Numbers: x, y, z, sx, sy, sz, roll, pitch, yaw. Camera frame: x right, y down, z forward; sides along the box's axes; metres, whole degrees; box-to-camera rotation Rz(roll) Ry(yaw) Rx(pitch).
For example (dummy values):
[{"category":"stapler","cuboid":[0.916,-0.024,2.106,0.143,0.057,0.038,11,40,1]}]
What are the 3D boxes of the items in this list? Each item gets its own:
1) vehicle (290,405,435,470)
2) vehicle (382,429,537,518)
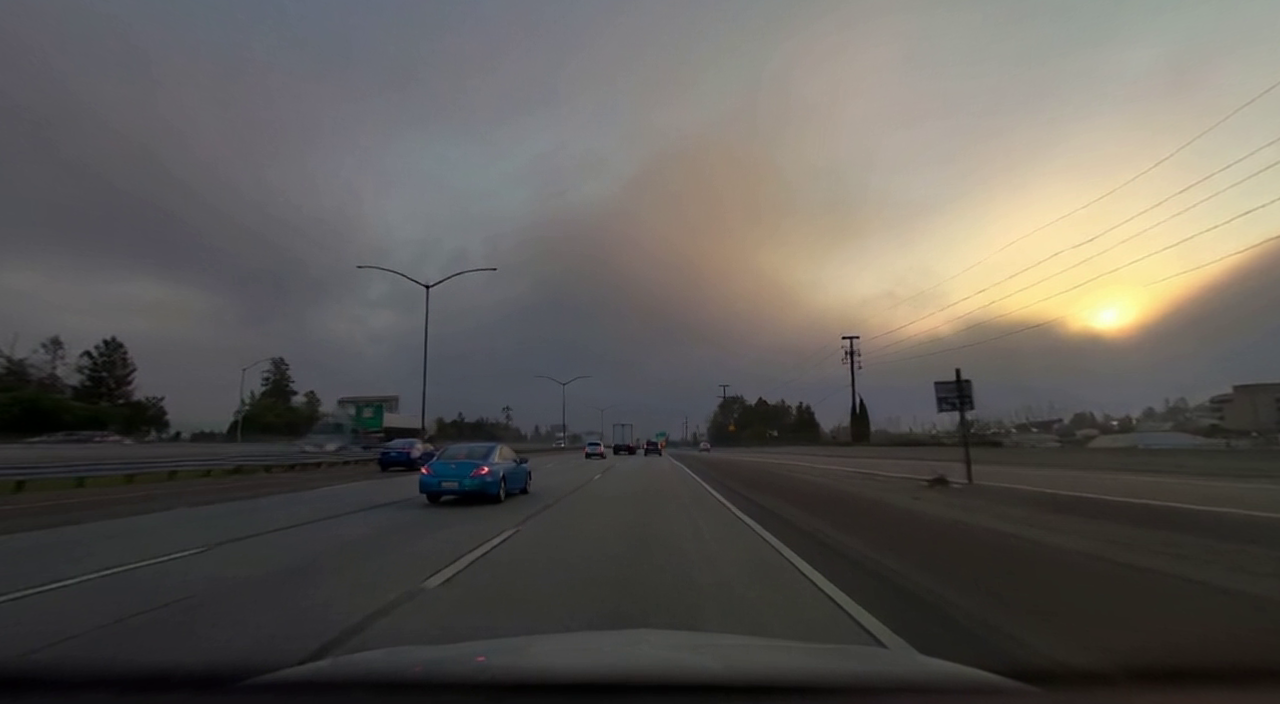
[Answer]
[{"category":"vehicle","cuboid":[-17.567,5.719,41.790,2.945,3.489,14.127,-1,-8,2]},{"category":"vehicle","cuboid":[-3.431,2.374,12.776,1.953,1.511,3.704,-1,-8,2]}]
